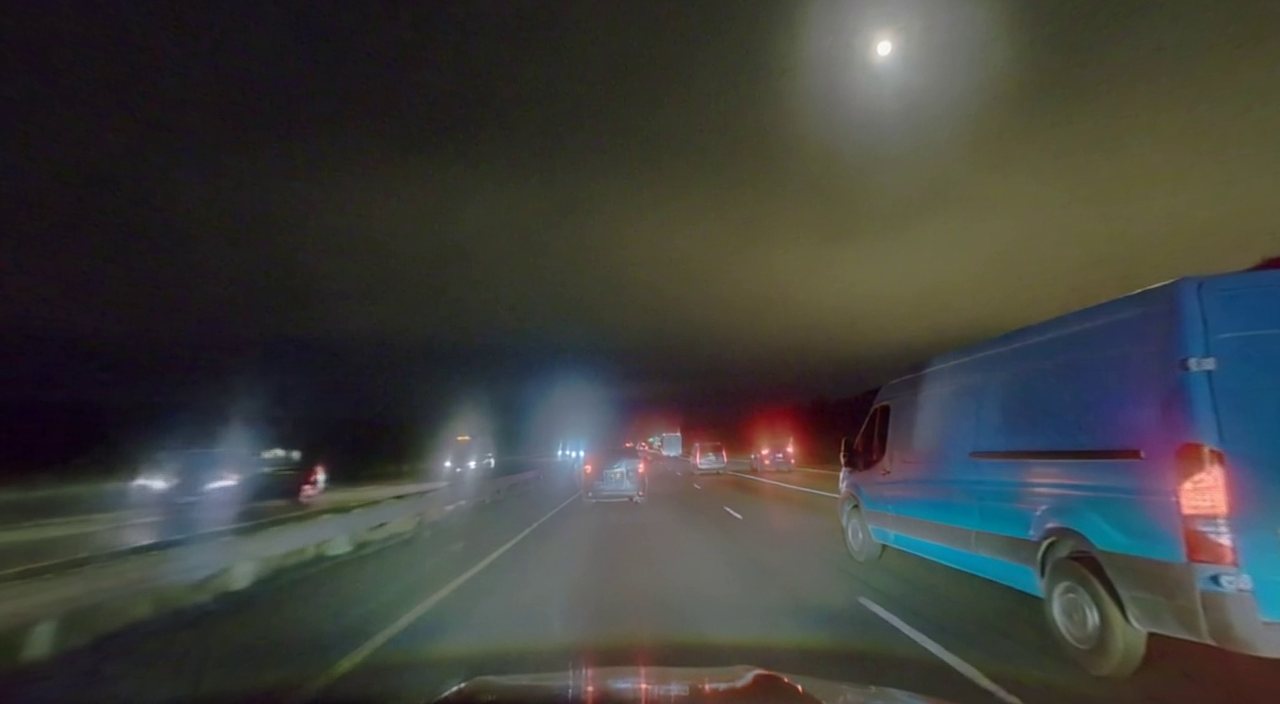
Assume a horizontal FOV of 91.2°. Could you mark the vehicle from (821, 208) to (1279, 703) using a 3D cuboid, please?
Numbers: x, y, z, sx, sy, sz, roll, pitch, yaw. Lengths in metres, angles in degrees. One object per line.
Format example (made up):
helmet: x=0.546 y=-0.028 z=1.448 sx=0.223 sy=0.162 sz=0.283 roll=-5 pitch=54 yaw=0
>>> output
vehicle: x=3.785 y=0.956 z=5.699 sx=2.399 sy=2.421 sz=5.829 roll=0 pitch=-9 yaw=-1

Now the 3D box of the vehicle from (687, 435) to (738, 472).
vehicle: x=4.069 y=5.848 z=36.135 sx=2.261 sy=1.952 sz=4.784 roll=0 pitch=-9 yaw=-1

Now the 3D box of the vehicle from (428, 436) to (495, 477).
vehicle: x=-9.107 y=5.373 z=32.389 sx=2.106 sy=1.959 sz=4.715 roll=0 pitch=-9 yaw=-1

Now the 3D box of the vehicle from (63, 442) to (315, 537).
vehicle: x=-8.809 y=2.675 z=12.858 sx=1.984 sy=1.571 sz=4.292 roll=0 pitch=-9 yaw=-1

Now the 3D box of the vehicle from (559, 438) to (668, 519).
vehicle: x=-0.518 y=2.662 z=13.642 sx=2.029 sy=1.483 sz=3.769 roll=0 pitch=-9 yaw=0
